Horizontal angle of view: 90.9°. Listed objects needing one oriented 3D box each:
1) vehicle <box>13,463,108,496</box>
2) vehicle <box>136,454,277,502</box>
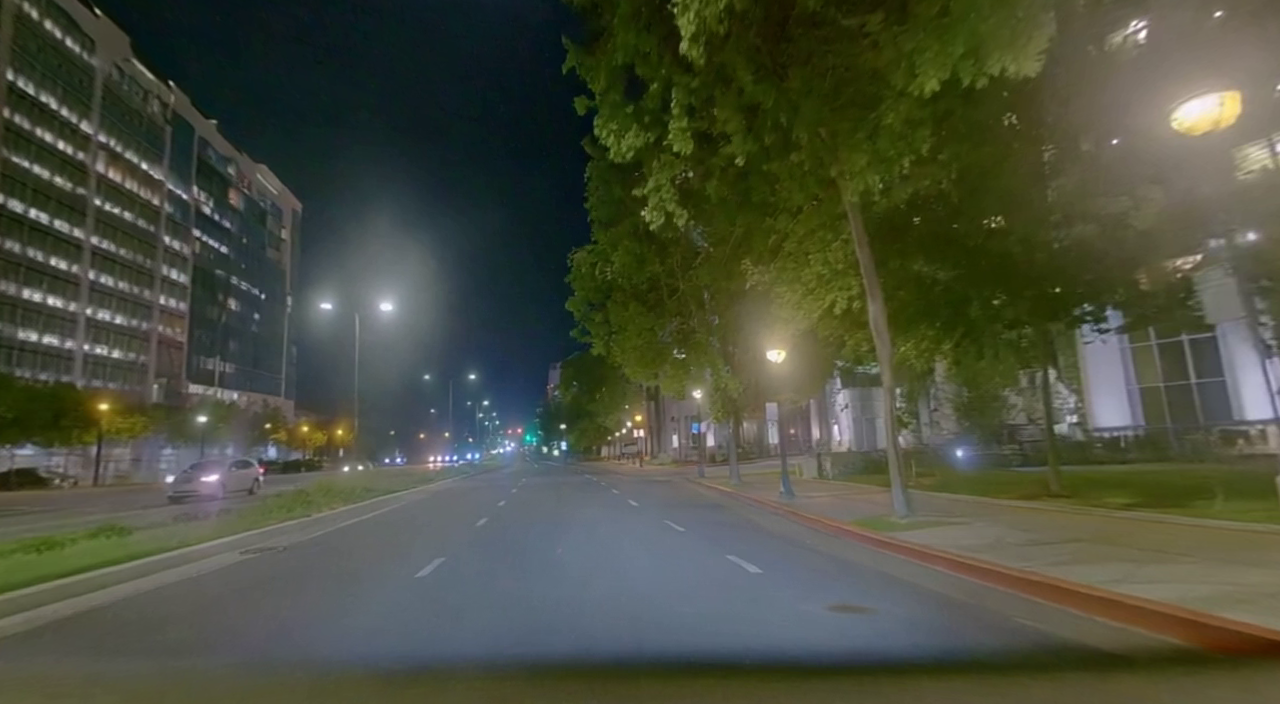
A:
[{"bbox_3d":[-37.505,8.219,40.992,2.235,1.777,4.963,2,-9,-13],"label":"vehicle"},{"bbox_3d":[-15.492,4.501,22.926,2.179,1.461,4.812,1,-8,-7],"label":"vehicle"}]
